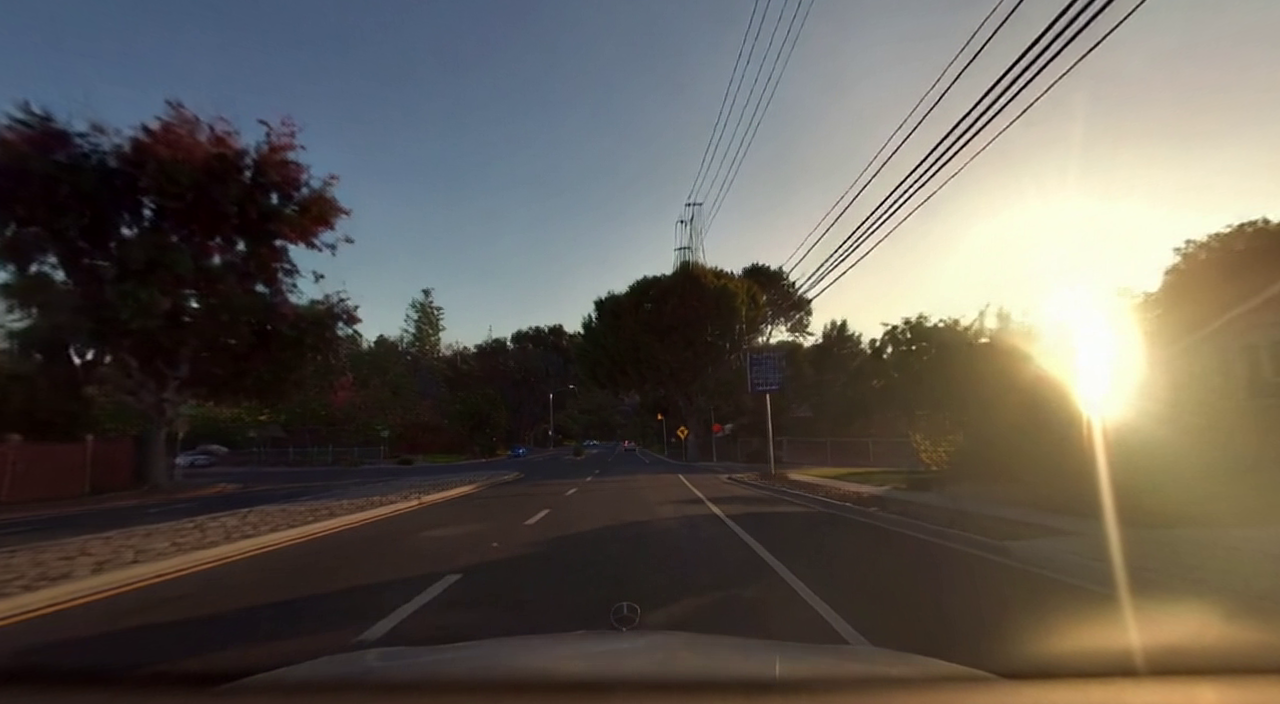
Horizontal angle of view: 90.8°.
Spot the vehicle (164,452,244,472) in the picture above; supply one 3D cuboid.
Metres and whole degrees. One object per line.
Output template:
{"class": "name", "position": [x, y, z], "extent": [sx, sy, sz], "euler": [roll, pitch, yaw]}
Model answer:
{"class": "vehicle", "position": [-31.155, 7.841, 45.260], "extent": [4.267, 1.381, 1.786], "euler": [1, -9, -5]}
